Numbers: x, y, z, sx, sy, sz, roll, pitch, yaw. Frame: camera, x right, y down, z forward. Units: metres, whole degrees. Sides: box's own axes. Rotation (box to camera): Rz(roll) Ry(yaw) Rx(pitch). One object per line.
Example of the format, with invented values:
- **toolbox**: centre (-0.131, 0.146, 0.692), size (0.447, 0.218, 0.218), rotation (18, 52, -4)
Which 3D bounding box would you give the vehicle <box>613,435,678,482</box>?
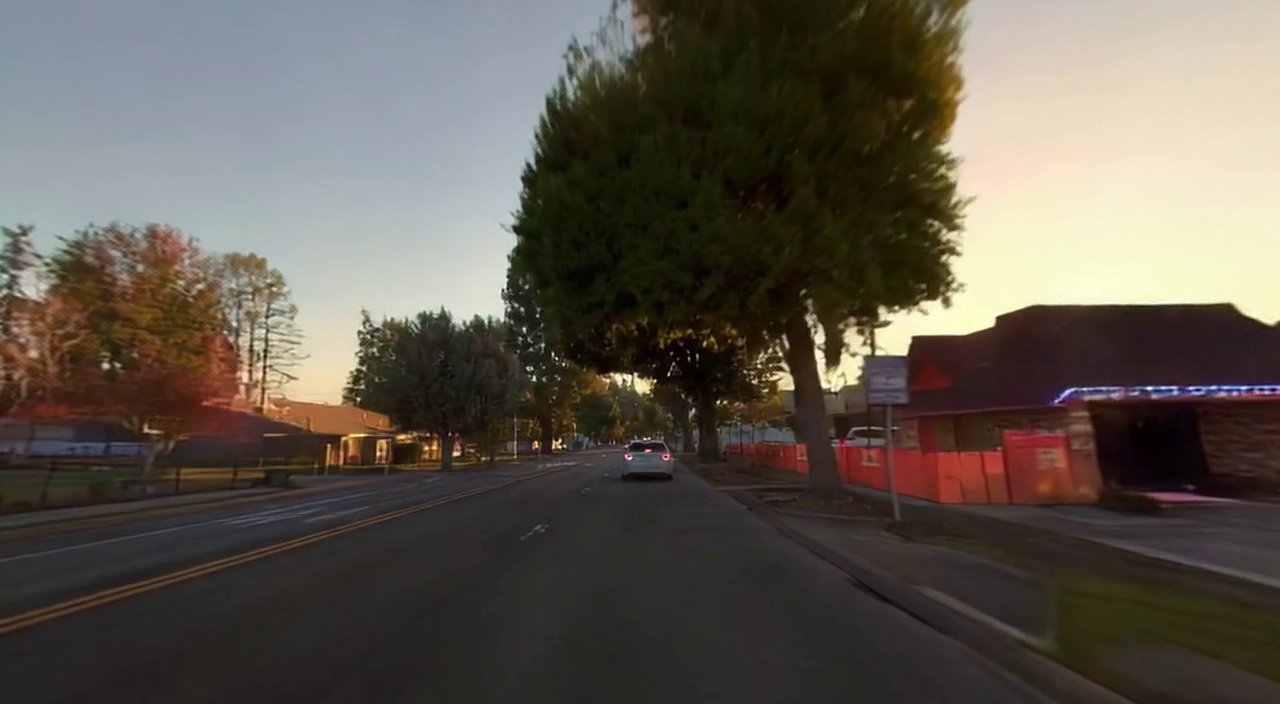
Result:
- **vehicle**: centre (0.164, 3.821, 22.789), size (2.144, 1.514, 4.063), rotation (0, -8, 0)
